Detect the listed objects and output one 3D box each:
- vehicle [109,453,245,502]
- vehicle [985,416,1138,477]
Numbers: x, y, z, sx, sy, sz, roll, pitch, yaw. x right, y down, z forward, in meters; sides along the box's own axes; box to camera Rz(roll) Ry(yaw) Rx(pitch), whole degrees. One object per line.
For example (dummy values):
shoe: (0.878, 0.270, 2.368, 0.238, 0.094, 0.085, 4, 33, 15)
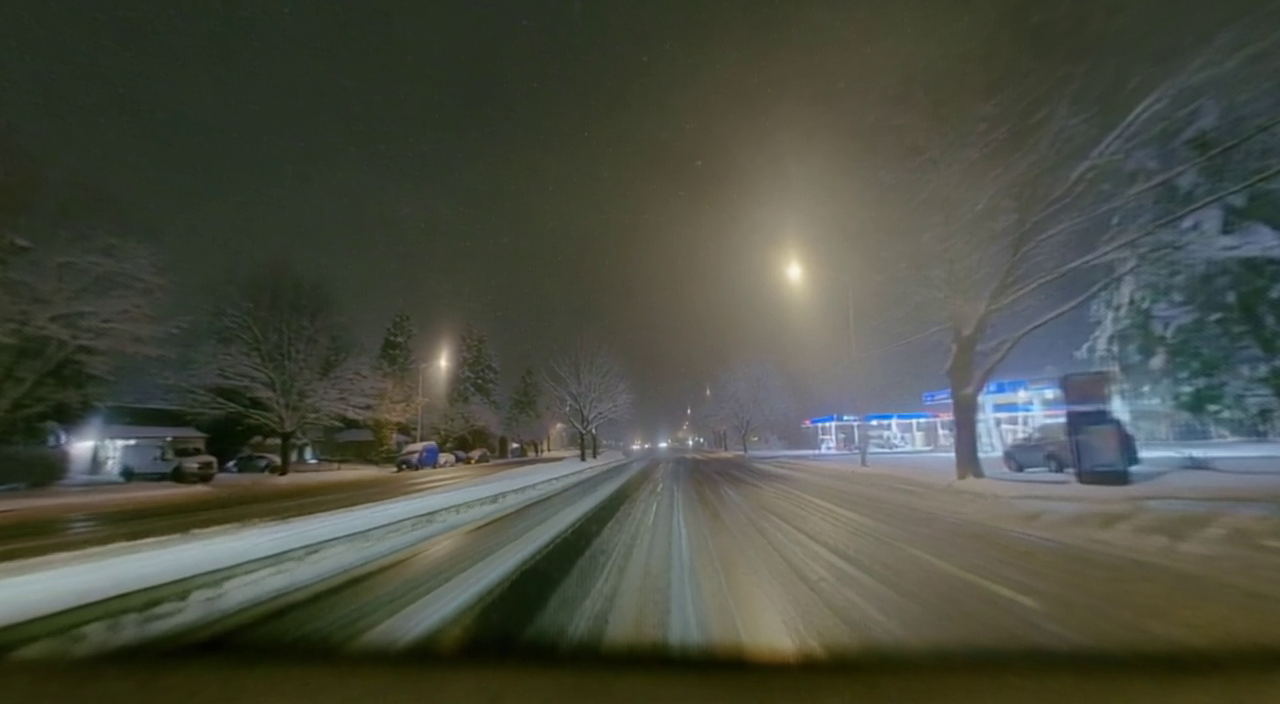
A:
vehicle: (-19.476, 5.251, 26.921, 1.988, 1.785, 4.802, -1, -8, 2)
vehicle: (14.508, 3.301, 22.183, 2.108, 1.877, 4.807, -1, -8, 2)
